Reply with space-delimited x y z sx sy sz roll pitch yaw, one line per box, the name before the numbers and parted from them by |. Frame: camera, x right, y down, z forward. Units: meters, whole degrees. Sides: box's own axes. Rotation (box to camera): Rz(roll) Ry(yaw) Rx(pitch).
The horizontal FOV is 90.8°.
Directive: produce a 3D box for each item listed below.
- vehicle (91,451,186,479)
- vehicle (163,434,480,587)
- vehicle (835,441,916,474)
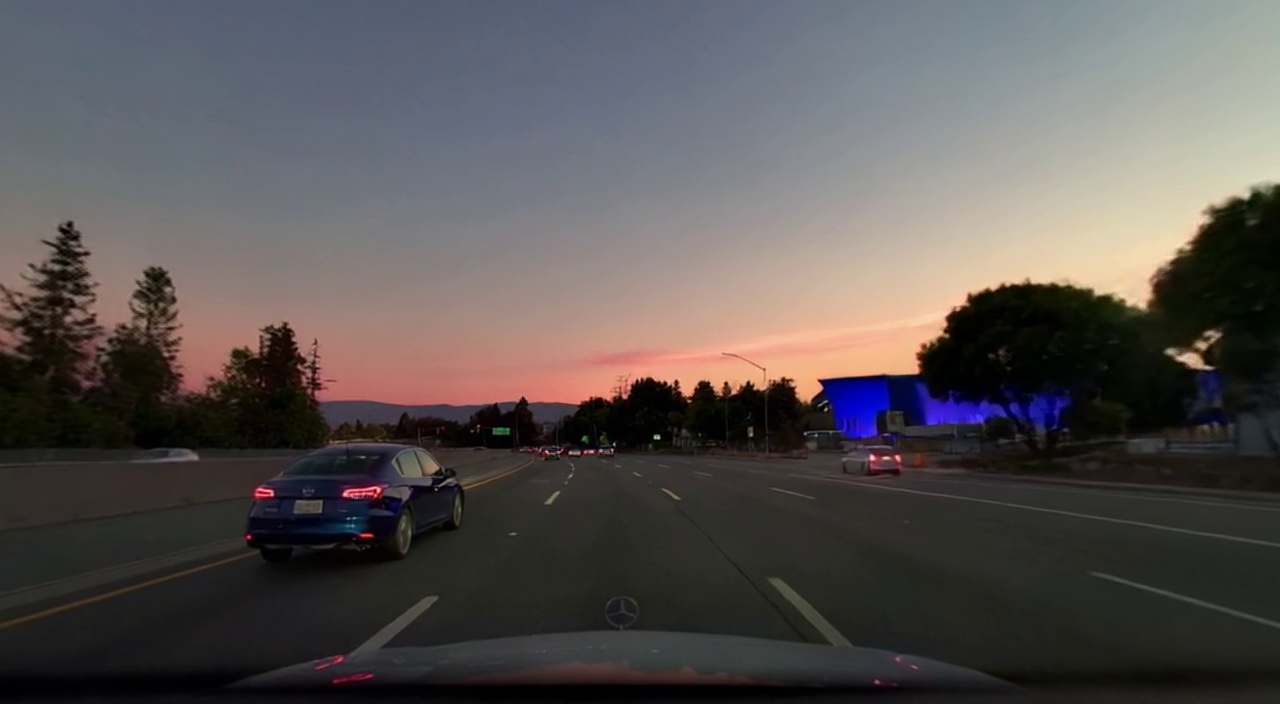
vehicle | -28.689 6.440 36.357 1.903 1.465 4.752 1 -9 -5
vehicle | -3.689 1.887 8.450 2.018 1.476 4.364 0 -8 -1
vehicle | 12.461 5.596 33.838 1.983 1.613 5.190 1 -9 -5
